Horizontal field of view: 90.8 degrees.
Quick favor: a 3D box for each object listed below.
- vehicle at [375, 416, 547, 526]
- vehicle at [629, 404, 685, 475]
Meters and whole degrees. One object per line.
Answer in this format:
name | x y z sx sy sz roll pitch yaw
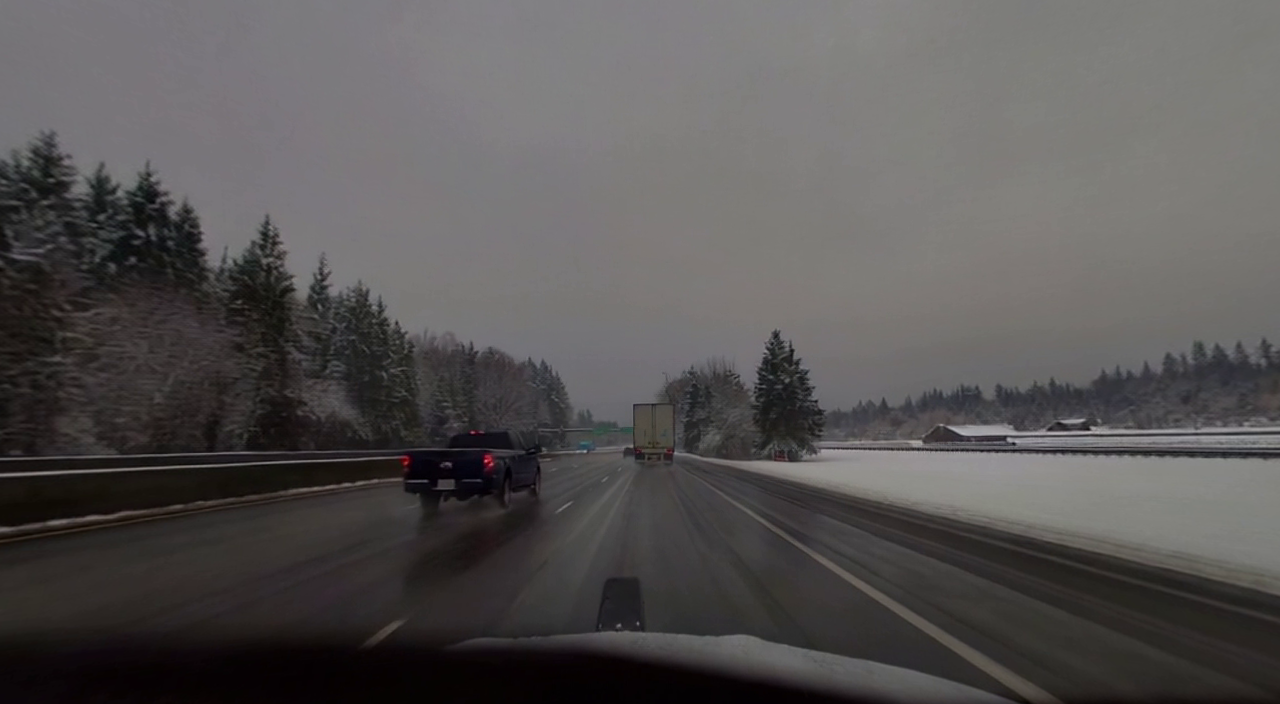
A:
vehicle | -3.564 2.530 13.866 2.226 1.933 5.179 0 -9 0
vehicle | 0.973 5.701 40.333 2.976 3.800 12.335 0 -9 1
